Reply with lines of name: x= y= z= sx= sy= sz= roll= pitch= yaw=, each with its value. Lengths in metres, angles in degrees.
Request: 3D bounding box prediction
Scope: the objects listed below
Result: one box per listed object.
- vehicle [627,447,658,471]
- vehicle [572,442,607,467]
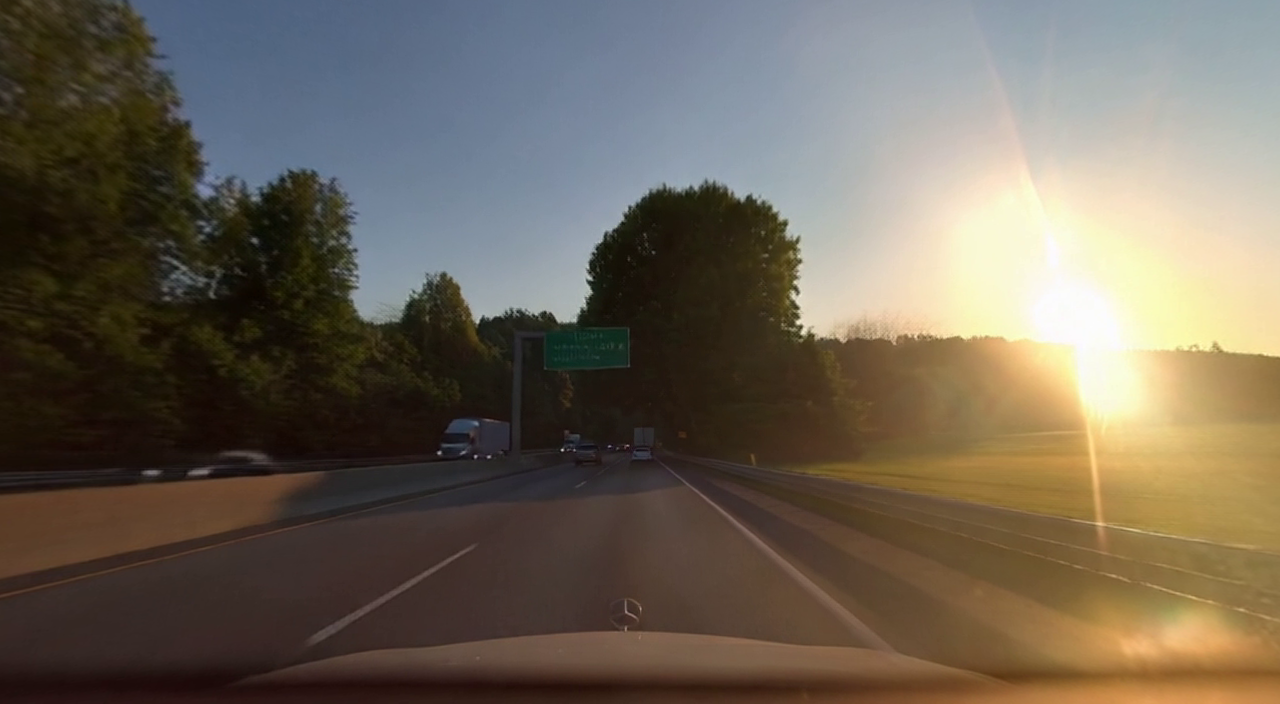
vehicle: x=0.150 y=6.714 z=39.686 sx=1.853 sy=1.436 sz=3.438 roll=0 pitch=-9 yaw=0
vehicle: x=-3.644 y=7.533 z=46.268 sx=2.097 sy=1.722 sz=4.808 roll=0 pitch=-9 yaw=1
